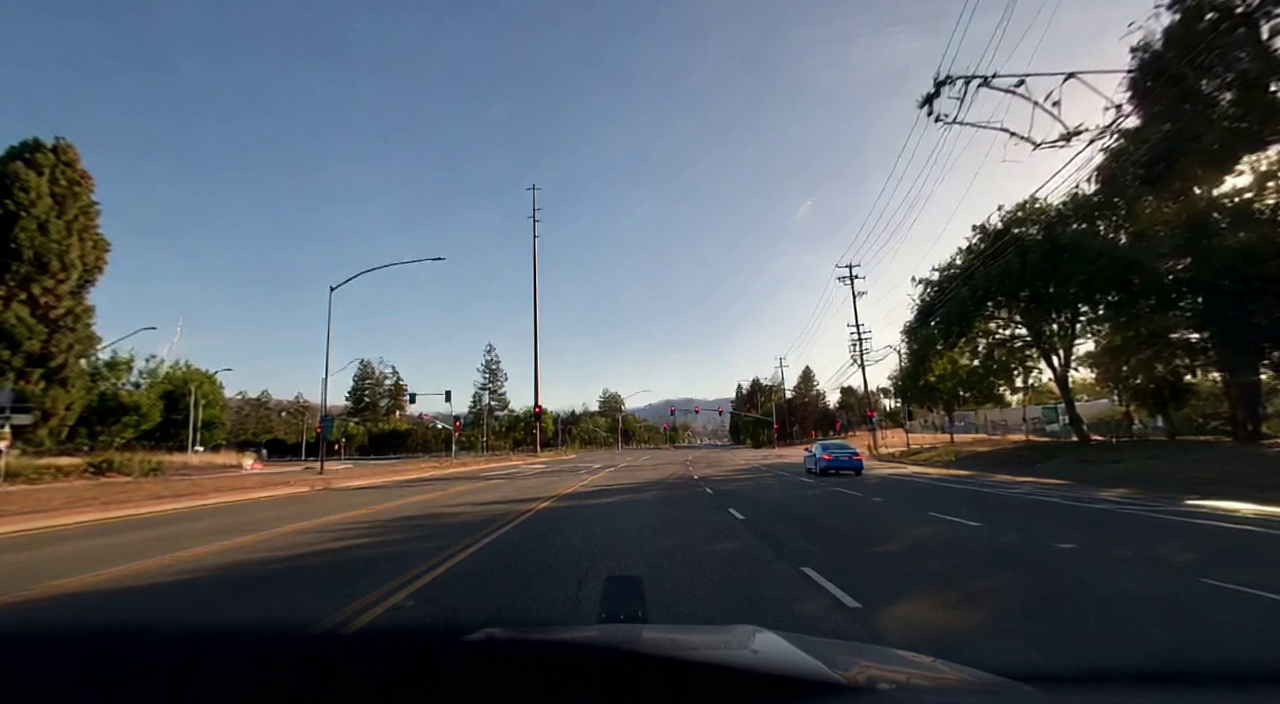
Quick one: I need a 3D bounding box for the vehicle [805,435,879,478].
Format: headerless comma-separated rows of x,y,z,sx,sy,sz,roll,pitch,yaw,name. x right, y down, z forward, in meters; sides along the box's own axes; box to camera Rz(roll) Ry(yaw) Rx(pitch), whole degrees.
7.894,4.132,25.057,1.797,1.544,3.685,0,-9,2,vehicle
